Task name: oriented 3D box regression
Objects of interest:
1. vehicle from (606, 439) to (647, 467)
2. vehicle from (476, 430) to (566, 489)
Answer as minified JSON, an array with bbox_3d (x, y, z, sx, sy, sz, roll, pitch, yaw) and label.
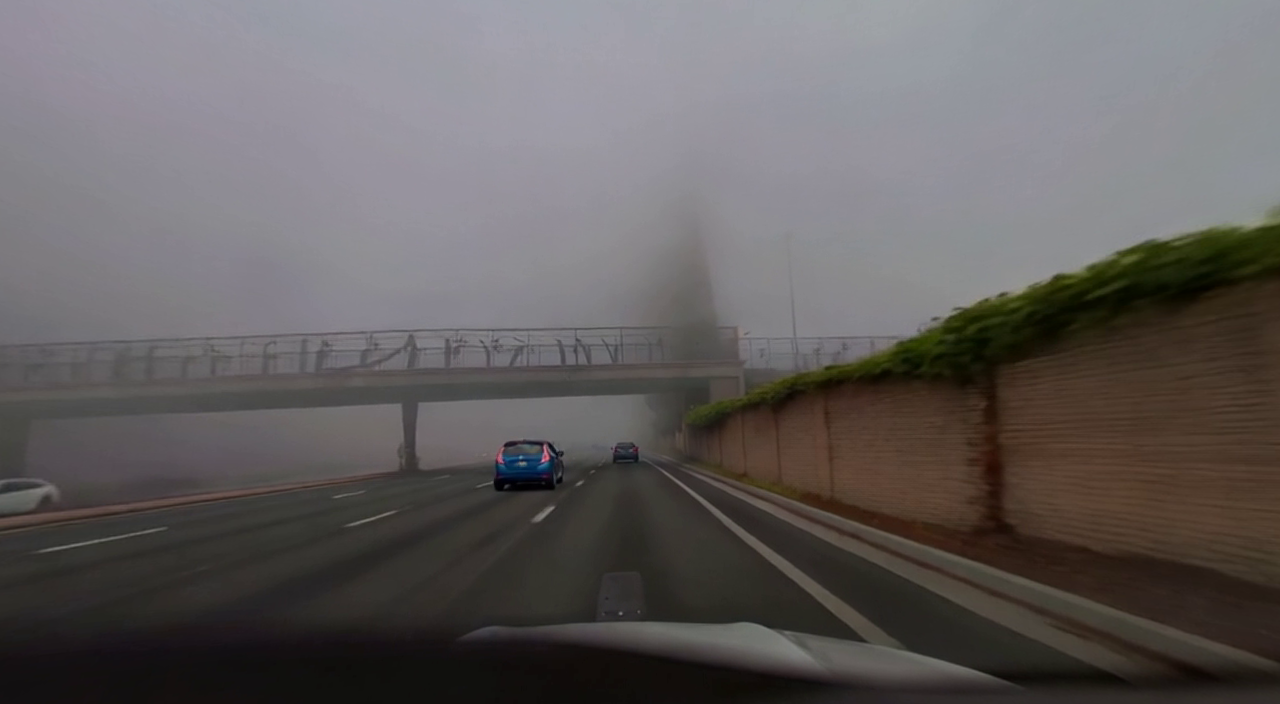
[{"bbox_3d":[-0.818,5.708,35.860,2.205,1.509,4.272,0,-8,-3],"label":"vehicle"},{"bbox_3d":[-3.869,3.580,21.391,2.223,1.771,4.581,0,-8,-1],"label":"vehicle"}]
